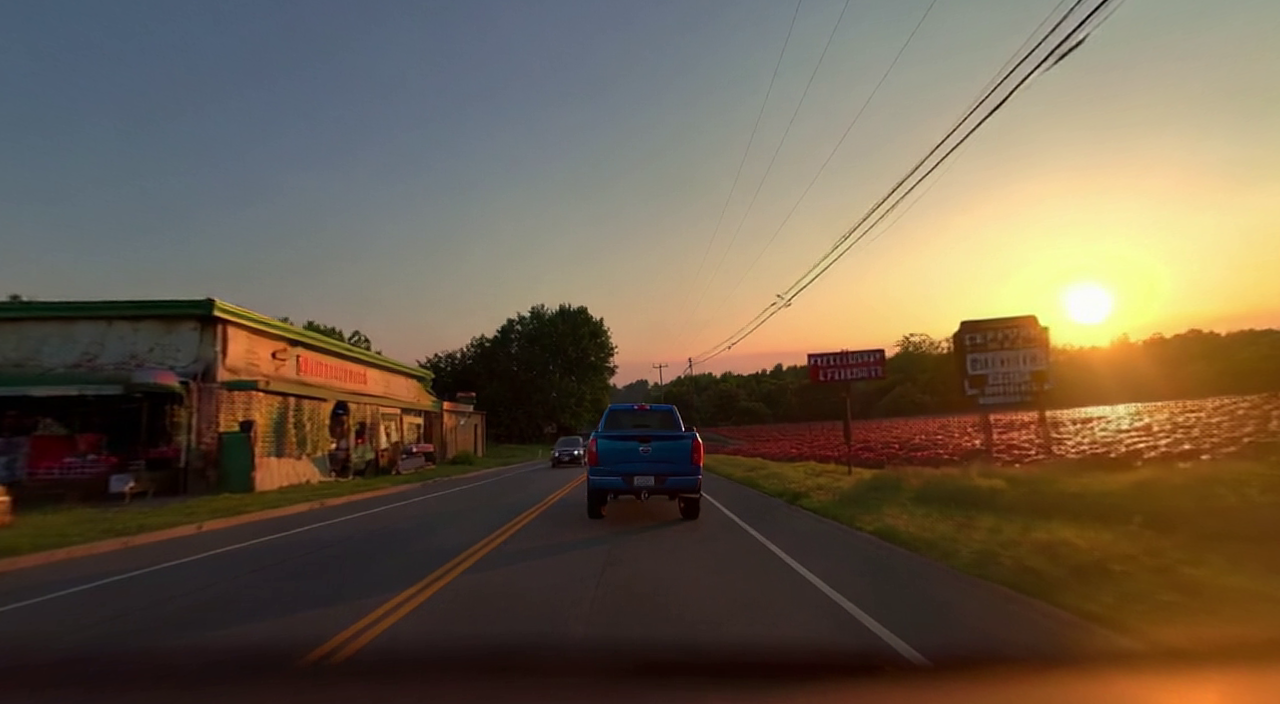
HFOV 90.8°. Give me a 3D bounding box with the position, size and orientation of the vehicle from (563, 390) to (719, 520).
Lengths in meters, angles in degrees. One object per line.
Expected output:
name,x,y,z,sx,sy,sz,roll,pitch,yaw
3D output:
vehicle,-0.056,2.212,13.946,2.693,2.223,5.885,0,-8,-2
